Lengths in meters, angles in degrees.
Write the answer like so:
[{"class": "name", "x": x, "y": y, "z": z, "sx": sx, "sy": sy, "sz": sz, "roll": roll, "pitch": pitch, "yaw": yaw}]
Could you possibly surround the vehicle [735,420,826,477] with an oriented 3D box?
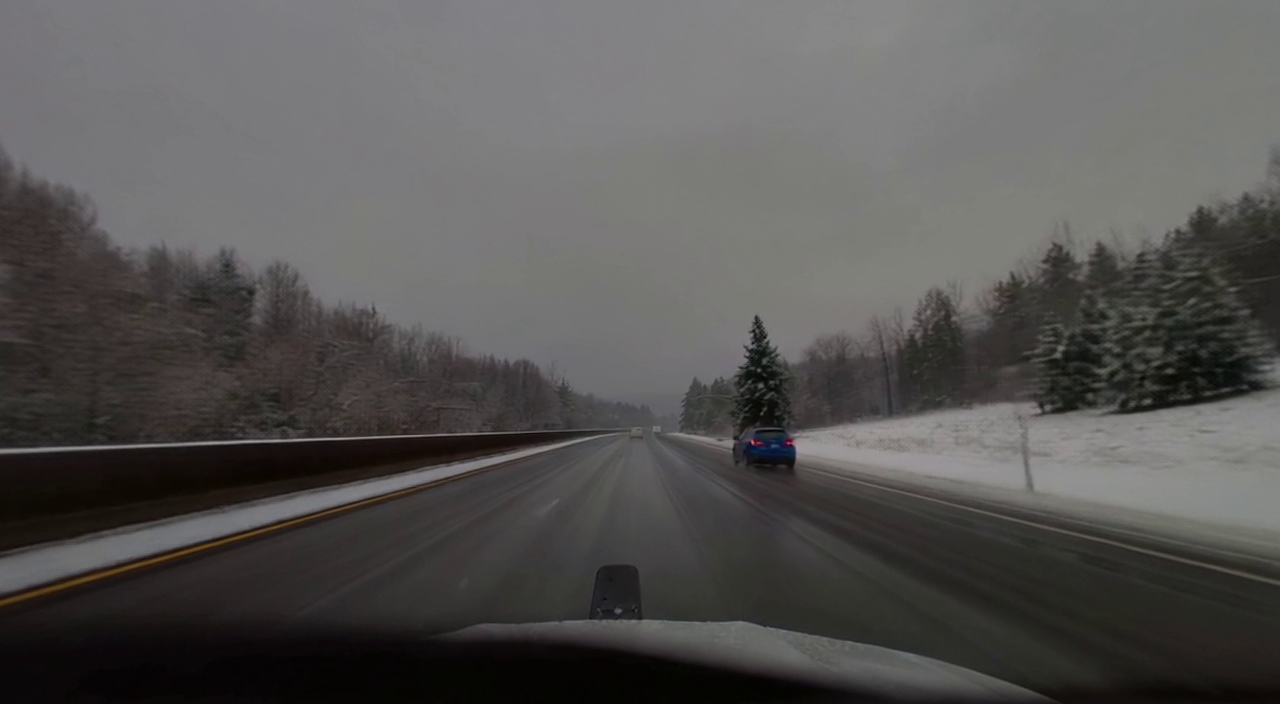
[{"class": "vehicle", "x": 4.004, "y": 2.820, "z": 18.600, "sx": 1.765, "sy": 1.510, "sz": 3.762, "roll": 0, "pitch": -8, "yaw": -1}]
